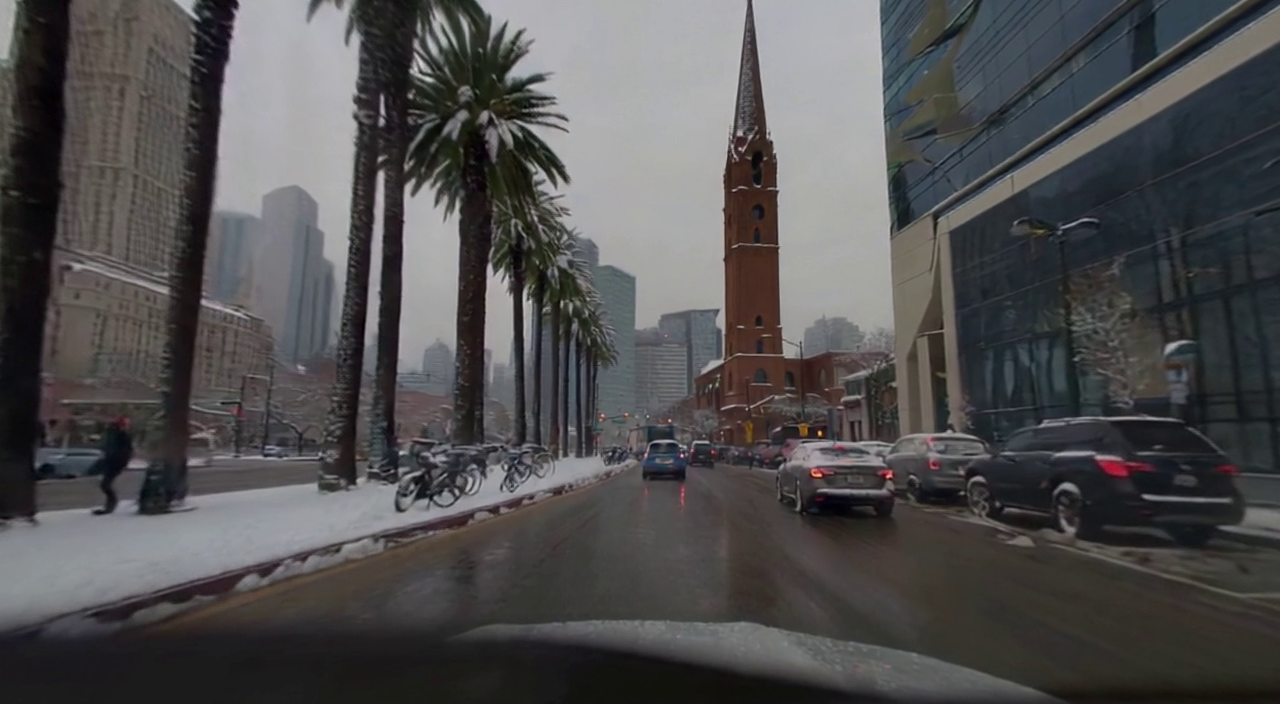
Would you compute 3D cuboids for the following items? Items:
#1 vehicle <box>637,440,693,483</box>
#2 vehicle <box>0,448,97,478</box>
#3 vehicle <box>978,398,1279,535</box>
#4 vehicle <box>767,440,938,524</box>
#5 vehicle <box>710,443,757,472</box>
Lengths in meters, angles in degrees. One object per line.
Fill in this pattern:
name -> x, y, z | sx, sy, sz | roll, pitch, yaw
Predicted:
vehicle -> 0.987, 4.384, 25.545 | 2.111, 1.605, 3.832 | 0, -9, 2
vehicle -> -39.365, 7.379, 42.248 | 2.034, 1.862, 5.122 | 1, -9, -9
vehicle -> 9.246, 2.224, 12.727 | 2.093, 2.154, 5.193 | 0, -9, 2
vehicle -> 4.325, 2.726, 13.850 | 2.116, 1.500, 4.702 | 0, -9, 0
vehicle -> 5.462, 6.246, 37.493 | 1.981, 1.572, 4.718 | 0, -9, -1
